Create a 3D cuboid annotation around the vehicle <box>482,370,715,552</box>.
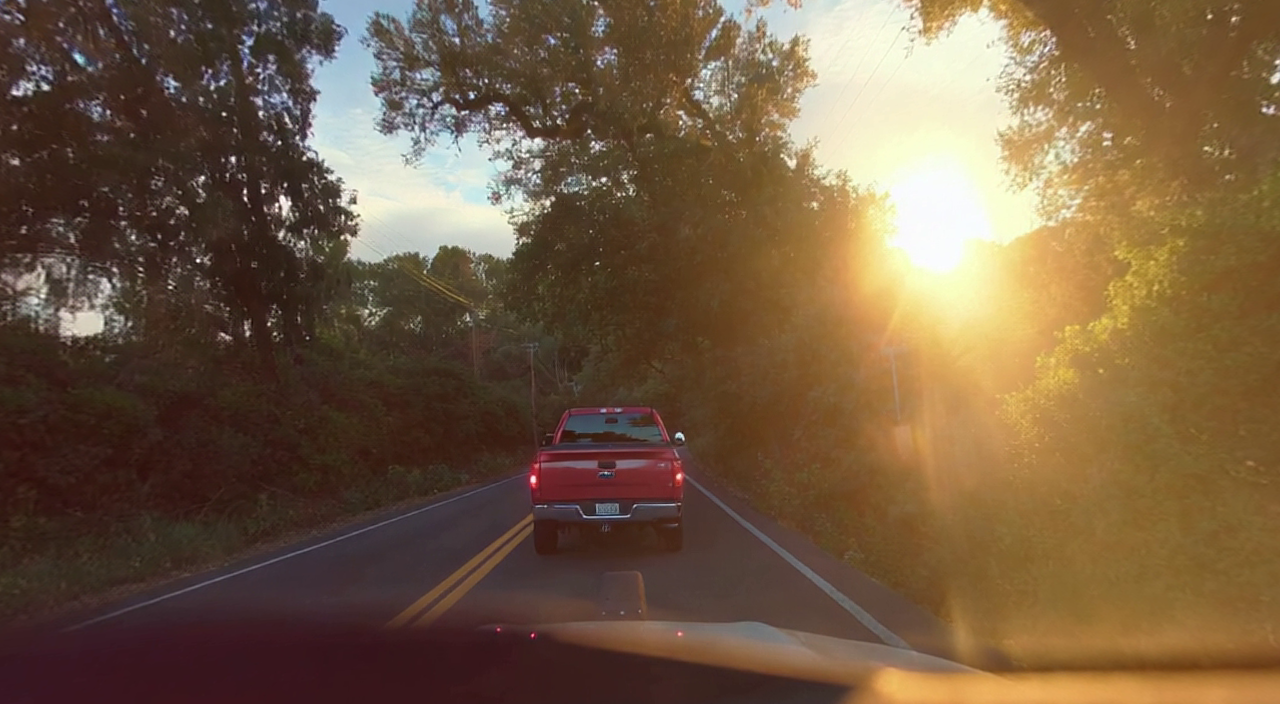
[{"bbox_3d":[-0.552,1.762,10.761,2.837,2.223,5.885,0,-8,-1],"label":"vehicle"}]
